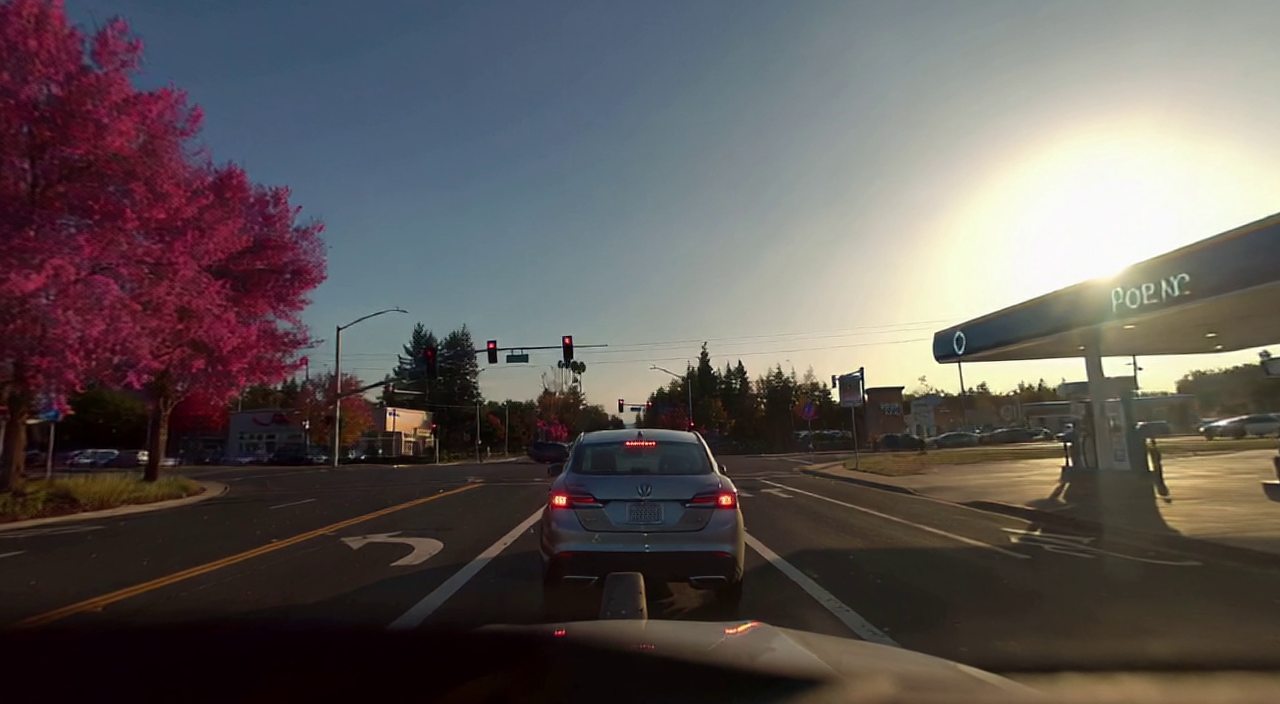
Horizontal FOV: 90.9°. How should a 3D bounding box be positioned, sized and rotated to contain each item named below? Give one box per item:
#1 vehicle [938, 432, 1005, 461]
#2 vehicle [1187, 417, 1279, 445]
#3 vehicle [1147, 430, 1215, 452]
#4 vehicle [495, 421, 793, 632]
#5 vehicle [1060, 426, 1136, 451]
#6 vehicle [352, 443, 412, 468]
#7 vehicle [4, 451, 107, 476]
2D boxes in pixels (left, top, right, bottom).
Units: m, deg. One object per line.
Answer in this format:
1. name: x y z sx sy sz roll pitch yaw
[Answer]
1. vehicle: 18.382 5.237 34.853 2.053 1.495 4.091 -8 -12 44
2. vehicle: 36.306 4.858 38.496 1.848 1.581 4.475 0 -8 2
3. vehicle: 40.934 6.723 47.715 3.573 1.432 1.604 -3 -8 1
4. vehicle: 0.015 1.540 6.583 2.112 1.482 4.057 0 -8 0
5. vehicle: 34.741 6.597 47.897 4.294 1.557 1.744 -4 -8 1
6. vehicle: -20.441 8.153 49.853 4.660 1.867 2.019 -6 -10 33
7. vehicle: -38.560 7.335 41.640 4.813 1.455 1.889 8 -12 -44
